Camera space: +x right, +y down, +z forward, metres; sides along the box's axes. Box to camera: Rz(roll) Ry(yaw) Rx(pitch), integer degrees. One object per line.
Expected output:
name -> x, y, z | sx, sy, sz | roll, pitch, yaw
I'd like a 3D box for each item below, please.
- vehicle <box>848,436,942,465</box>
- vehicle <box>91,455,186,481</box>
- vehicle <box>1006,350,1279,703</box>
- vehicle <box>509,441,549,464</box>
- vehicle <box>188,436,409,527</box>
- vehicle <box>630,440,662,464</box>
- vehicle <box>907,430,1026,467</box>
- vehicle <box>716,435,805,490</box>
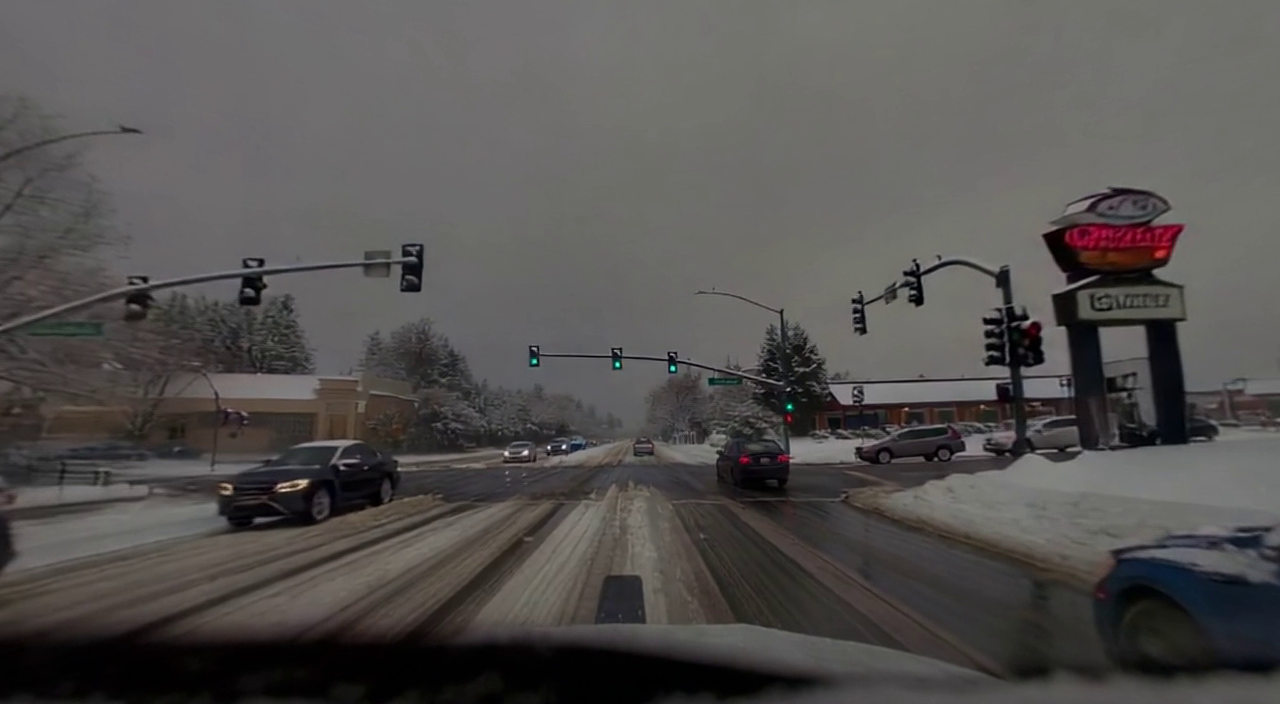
vehicle -> 13.945, 5.413, 34.771 | 4.370, 1.517, 1.939 | -1, -8, 4
vehicle -> -31.152, 7.198, 39.396 | 4.307, 1.467, 1.928 | 5, -10, -30
vehicle -> 3.372, 0.682, 1.492 | 2.174, 1.596, 4.779 | 0, -8, 1
vehicle -> -7.760, 7.094, 44.403 | 1.933, 1.455, 4.562 | -3, -10, 0
vehicle -> -6.463, 2.467, 12.664 | 2.038, 1.484, 4.273 | 0, -8, 0
vehicle -> 0.360, 6.618, 42.026 | 2.008, 1.464, 4.052 | 0, -8, -1
vehicle -> 15.855, 4.701, 30.858 | 4.599, 1.731, 2.155 | 0, -8, 0
vehicle -> 3.537, 3.330, 19.330 | 1.842, 1.480, 4.155 | 0, -8, 0
